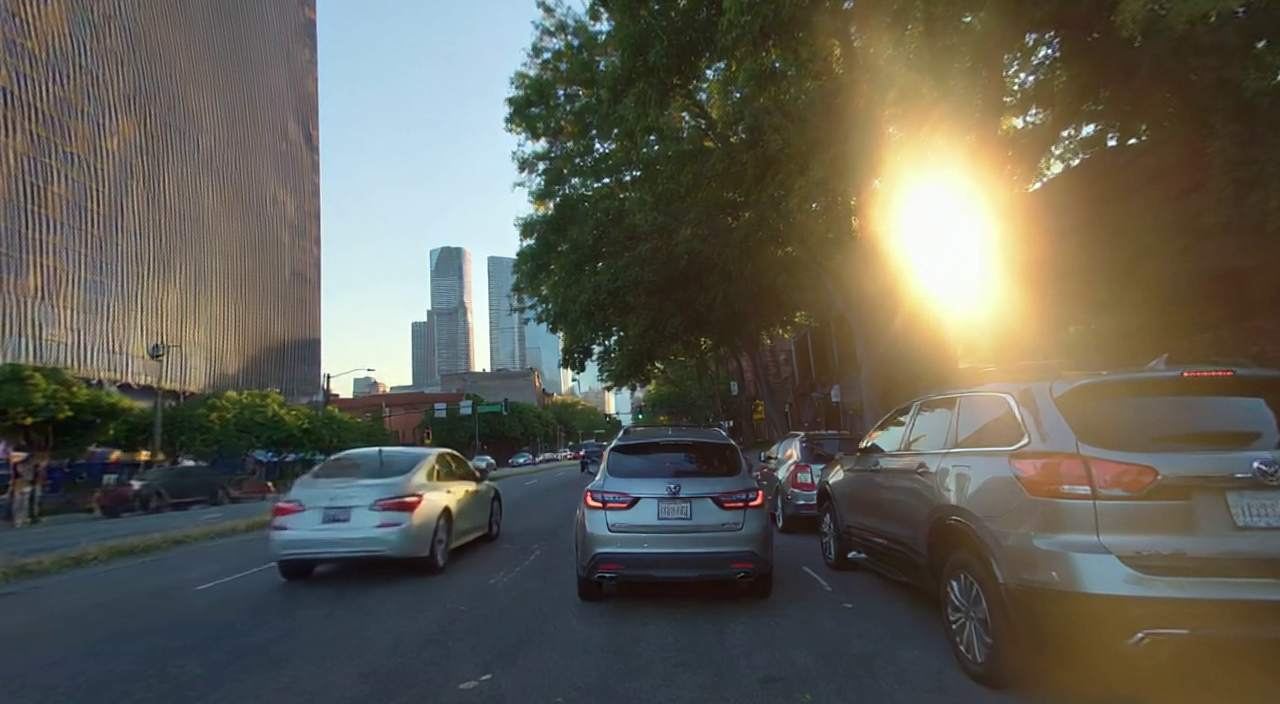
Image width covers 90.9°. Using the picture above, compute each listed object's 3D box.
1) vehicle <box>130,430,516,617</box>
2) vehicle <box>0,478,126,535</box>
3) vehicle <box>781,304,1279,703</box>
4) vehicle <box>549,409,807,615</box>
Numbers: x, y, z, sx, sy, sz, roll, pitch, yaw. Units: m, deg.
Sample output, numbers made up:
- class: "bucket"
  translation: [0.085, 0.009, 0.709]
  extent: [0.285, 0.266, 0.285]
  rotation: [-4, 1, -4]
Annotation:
- class: "vehicle"
  translation: [-3.029, 1.737, 7.494]
  extent: [2.088, 1.483, 4.708]
  rotation: [0, -9, 1]
- class: "vehicle"
  translation: [-22.637, 5.772, 24.030]
  extent: [1.975, 1.698, 4.715]
  rotation: [0, -9, 2]
- class: "vehicle"
  translation: [2.756, 1.079, 4.914]
  extent: [2.117, 1.855, 4.794]
  rotation: [0, -9, -1]
- class: "vehicle"
  translation: [0.242, 1.540, 6.865]
  extent: [2.045, 1.608, 3.573]
  rotation: [0, -9, -2]
